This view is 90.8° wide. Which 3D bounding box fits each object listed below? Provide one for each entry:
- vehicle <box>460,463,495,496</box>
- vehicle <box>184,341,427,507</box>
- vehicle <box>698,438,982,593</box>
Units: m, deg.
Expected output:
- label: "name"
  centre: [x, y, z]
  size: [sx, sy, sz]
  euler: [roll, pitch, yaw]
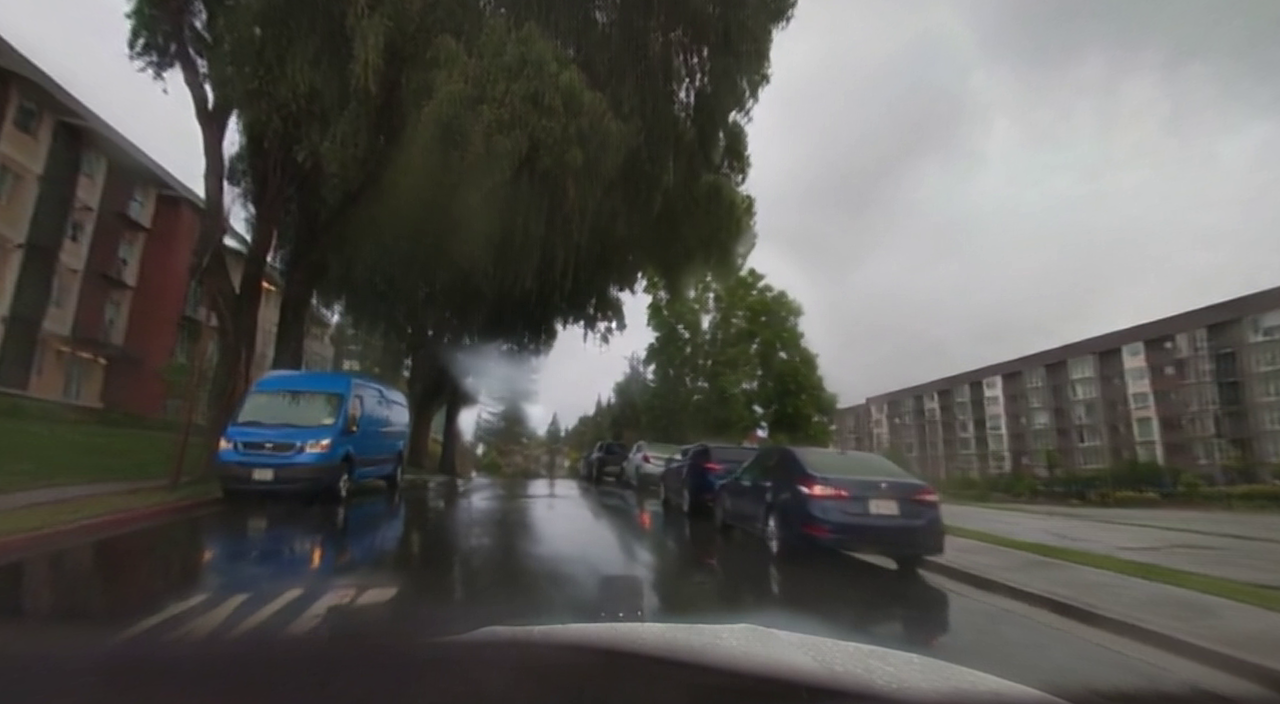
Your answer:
- label: "vehicle"
  centre: [-11.428, 8.938, 44.657]
  size: [2.090, 1.674, 4.457]
  euler: [-2, -4, -10]
- label: "vehicle"
  centre: [-6.590, 1.611, 13.797]
  size: [2.546, 2.664, 6.863]
  euler: [0, -8, -9]
- label: "vehicle"
  centre: [2.147, 1.909, 8.264]
  size: [1.827, 1.436, 4.322]
  euler: [2, -9, -8]
